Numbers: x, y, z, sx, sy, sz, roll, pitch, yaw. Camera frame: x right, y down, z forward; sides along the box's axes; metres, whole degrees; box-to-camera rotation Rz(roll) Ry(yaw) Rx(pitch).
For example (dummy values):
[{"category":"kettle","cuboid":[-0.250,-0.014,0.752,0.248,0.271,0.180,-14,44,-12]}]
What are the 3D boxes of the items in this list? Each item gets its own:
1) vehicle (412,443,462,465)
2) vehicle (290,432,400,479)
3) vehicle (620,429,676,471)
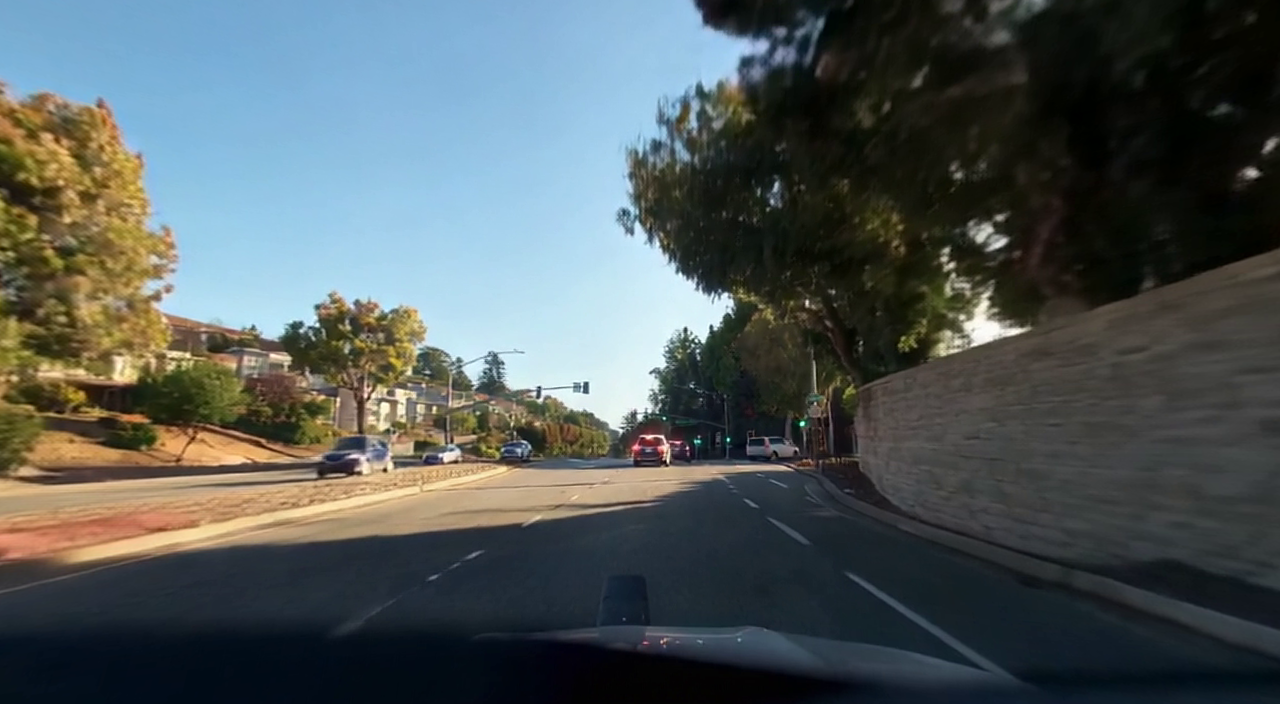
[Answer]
[{"category":"vehicle","cuboid":[-15.406,7.778,47.901,1.924,1.598,4.652,-1,-9,5]},{"category":"vehicle","cuboid":[-12.213,4.316,26.448,2.111,1.751,4.757,-1,-8,3]},{"category":"vehicle","cuboid":[0.456,4.732,30.441,2.152,1.822,4.391,-1,-9,8]}]
